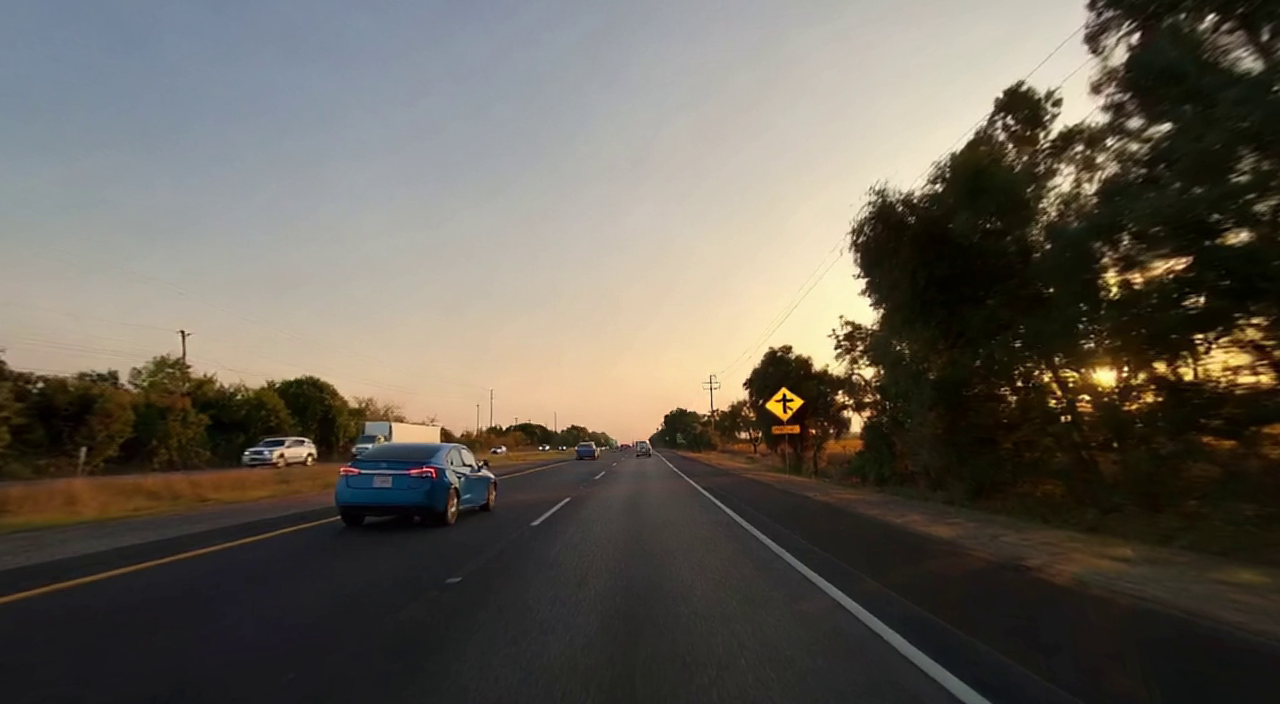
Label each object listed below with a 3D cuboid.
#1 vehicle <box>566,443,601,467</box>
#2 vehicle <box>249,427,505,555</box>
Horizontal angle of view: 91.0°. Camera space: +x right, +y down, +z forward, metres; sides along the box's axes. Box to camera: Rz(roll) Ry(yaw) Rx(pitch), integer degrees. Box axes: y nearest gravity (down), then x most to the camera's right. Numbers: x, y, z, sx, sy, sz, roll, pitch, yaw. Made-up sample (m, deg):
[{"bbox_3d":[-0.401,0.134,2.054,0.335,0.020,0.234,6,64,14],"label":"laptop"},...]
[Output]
[{"bbox_3d":[-3.803,7.053,43.254,1.953,1.517,4.407,0,-9,1],"label":"vehicle"},{"bbox_3d":[-3.862,2.138,10.462,2.120,1.597,4.810,0,-9,1],"label":"vehicle"}]
